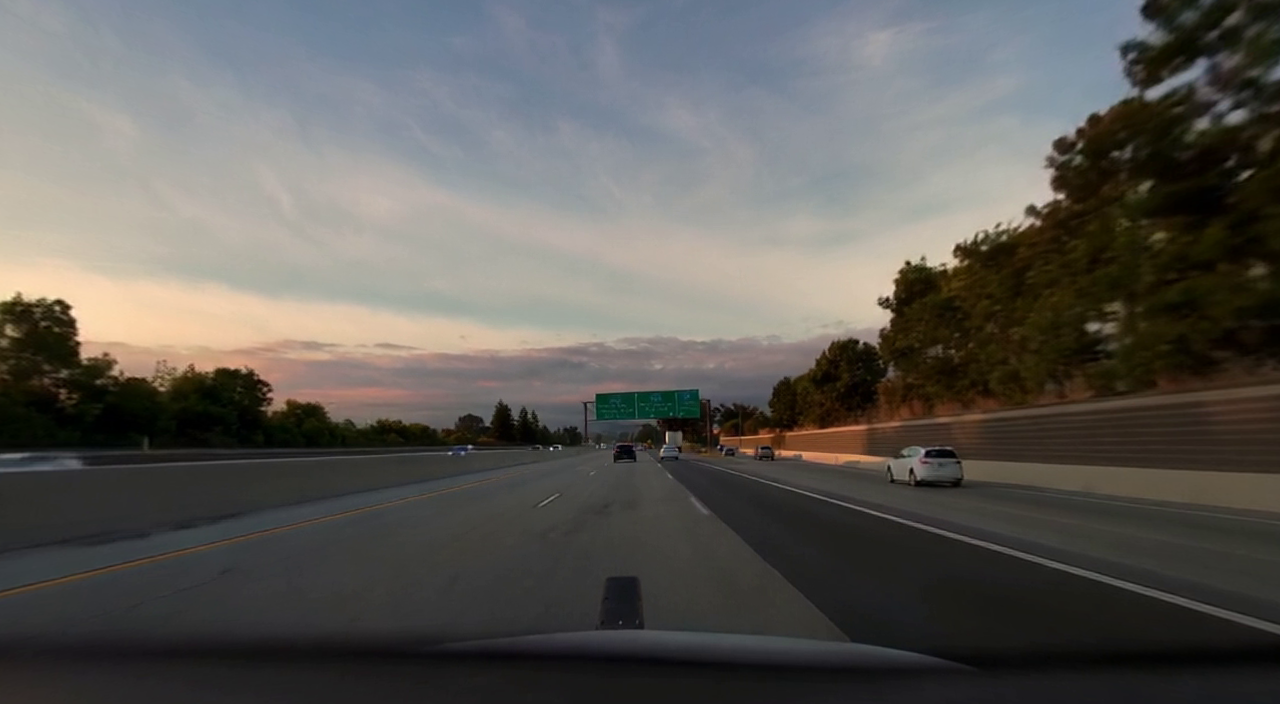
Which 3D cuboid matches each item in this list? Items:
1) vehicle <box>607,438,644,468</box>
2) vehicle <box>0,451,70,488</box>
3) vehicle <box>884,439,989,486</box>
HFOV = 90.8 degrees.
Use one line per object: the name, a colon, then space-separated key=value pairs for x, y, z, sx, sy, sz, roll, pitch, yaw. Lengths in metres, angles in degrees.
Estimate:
vehicle: x=-0.855 y=6.204 z=38.918 sx=2.121 sy=1.739 sz=4.087 roll=0 pitch=-8 yaw=-1
vehicle: x=-25.683 y=4.701 z=25.481 sx=1.691 sy=1.395 sz=3.857 roll=0 pitch=-8 yaw=0
vehicle: x=11.399 y=4.252 z=24.685 sx=1.912 sy=1.673 sz=4.438 roll=0 pitch=-8 yaw=-1
